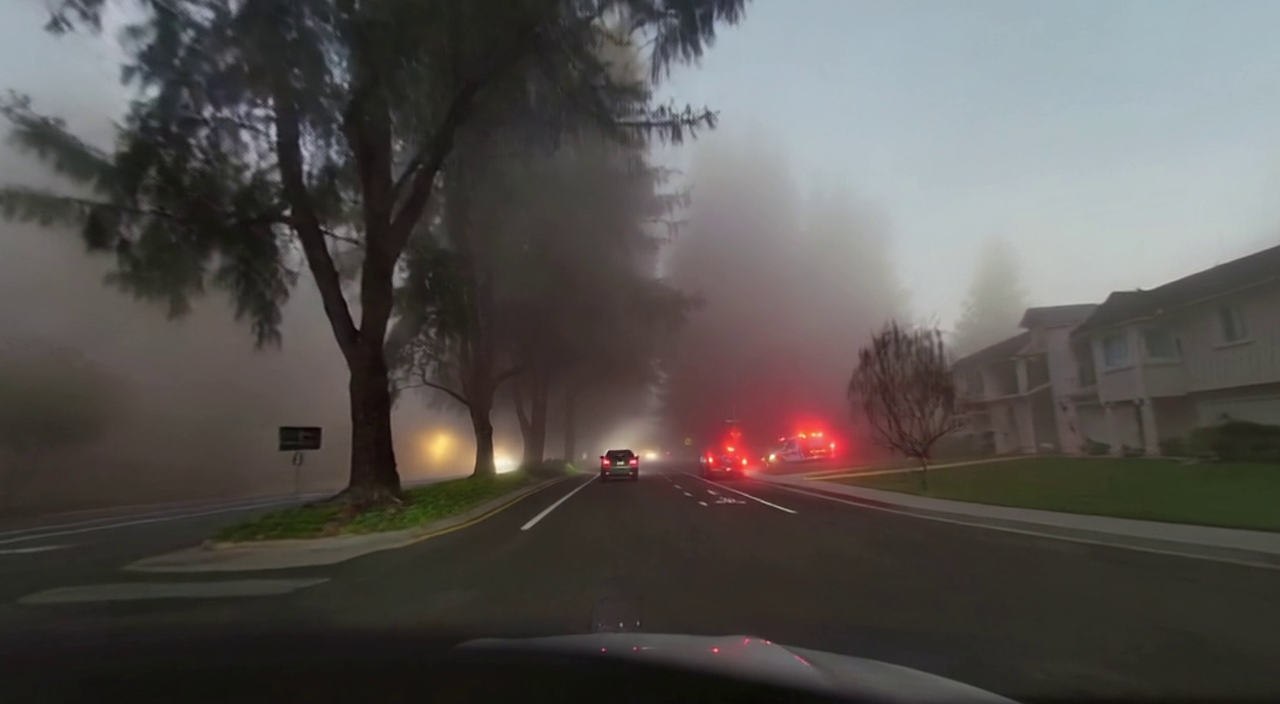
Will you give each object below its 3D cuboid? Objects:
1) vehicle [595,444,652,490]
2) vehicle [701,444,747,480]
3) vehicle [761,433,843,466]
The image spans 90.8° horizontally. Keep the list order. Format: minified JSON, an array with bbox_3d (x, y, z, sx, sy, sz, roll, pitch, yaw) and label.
[{"bbox_3d":[-0.603,4.494,25.053,2.106,1.655,3.717,0,-8,0],"label":"vehicle"},{"bbox_3d":[4.381,5.797,33.597,2.045,1.776,4.851,0,-8,3],"label":"vehicle"},{"bbox_3d":[10.945,6.643,43.054,4.919,1.886,2.086,-3,-9,1],"label":"vehicle"}]
